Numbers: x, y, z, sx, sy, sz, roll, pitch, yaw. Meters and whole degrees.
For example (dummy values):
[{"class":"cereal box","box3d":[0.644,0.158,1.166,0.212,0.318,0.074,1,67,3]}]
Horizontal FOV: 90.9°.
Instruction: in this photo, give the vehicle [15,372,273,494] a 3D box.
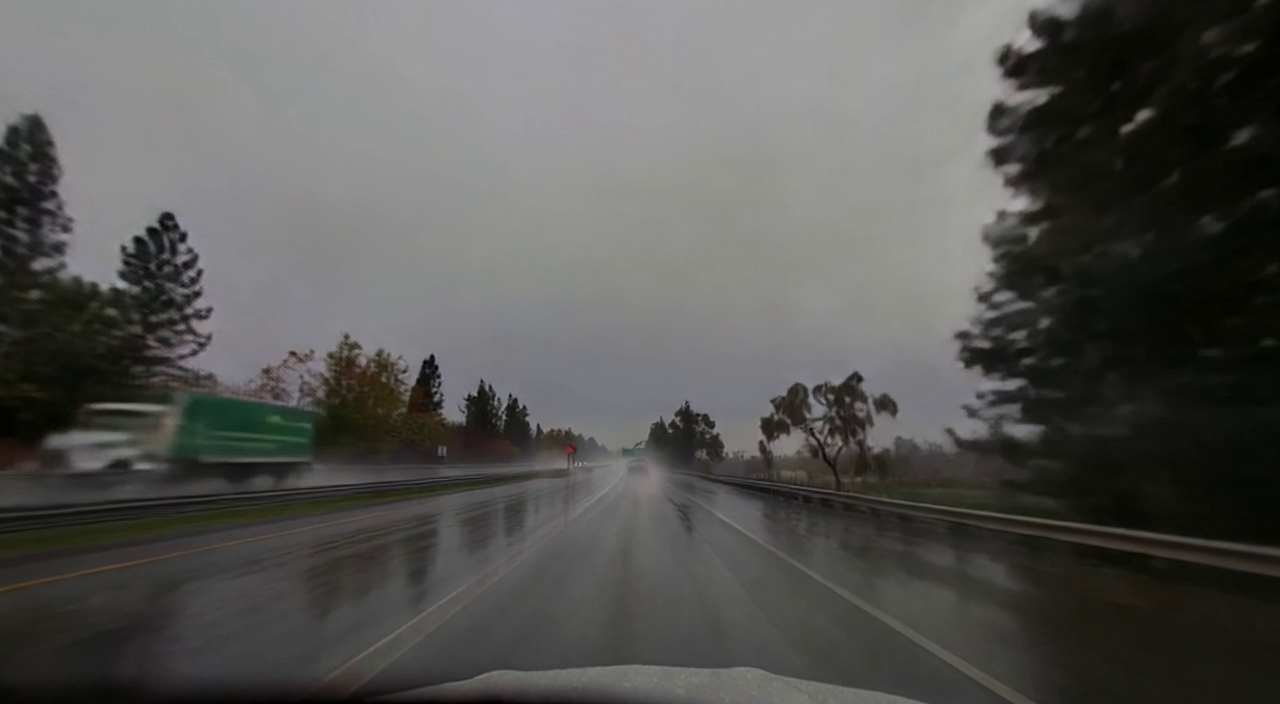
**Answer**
[{"class":"vehicle","box3d":[-16.275,2.967,21.708,2.653,3.441,7.431,1,-10,0]}]
